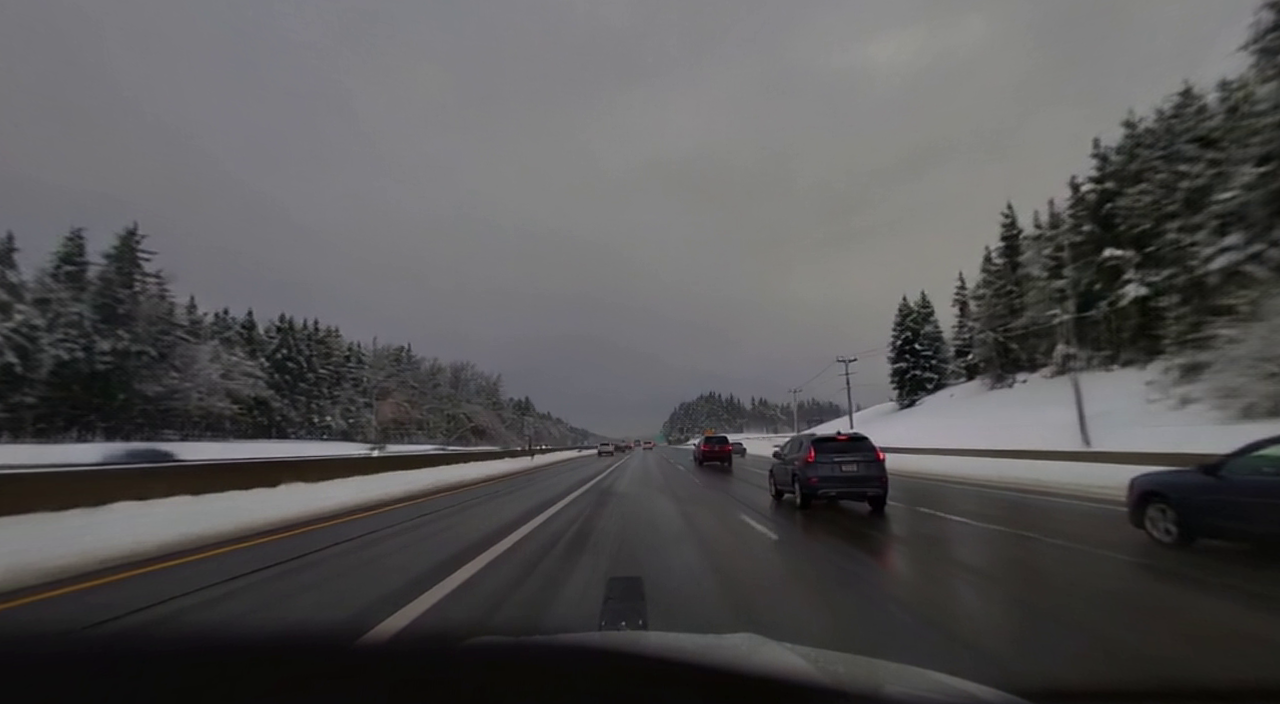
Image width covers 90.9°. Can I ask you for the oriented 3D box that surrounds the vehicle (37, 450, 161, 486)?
[{"bbox_3d":[-24.949,5.328,29.329,1.821,1.492,4.347,-1,-8,2],"label":"vehicle"}]

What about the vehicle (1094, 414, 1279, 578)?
[{"bbox_3d":[6.999,1.336,5.835,1.988,1.518,4.856,0,-8,1],"label":"vehicle"}]

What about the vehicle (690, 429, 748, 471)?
[{"bbox_3d":[4.121,5.210,33.828,2.442,2.022,5.466,0,-8,0],"label":"vehicle"}]

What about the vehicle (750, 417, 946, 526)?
[{"bbox_3d":[3.575,2.155,11.923,2.146,1.639,4.475,0,-8,0],"label":"vehicle"}]
